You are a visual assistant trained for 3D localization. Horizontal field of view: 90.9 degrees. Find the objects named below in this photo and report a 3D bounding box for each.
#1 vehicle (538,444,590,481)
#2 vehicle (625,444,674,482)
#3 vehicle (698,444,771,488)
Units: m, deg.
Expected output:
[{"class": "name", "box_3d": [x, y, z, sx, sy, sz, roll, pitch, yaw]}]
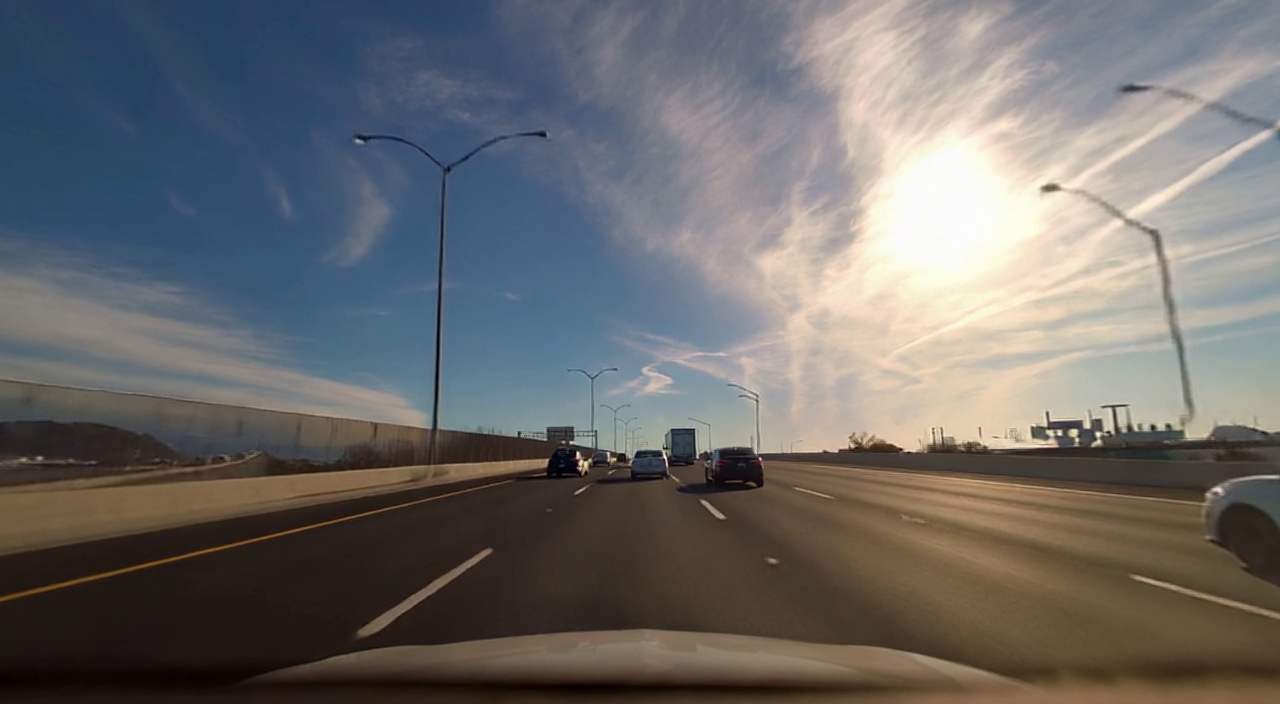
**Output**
[{"class": "vehicle", "box_3d": [-3.699, 5.405, 31.272, 2.036, 1.669, 4.112, 0, -8, 1]}, {"class": "vehicle", "box_3d": [0.416, 5.047, 29.078, 2.067, 1.555, 4.851, 0, -8, 0]}, {"class": "vehicle", "box_3d": [3.366, 4.121, 23.243, 1.942, 1.453, 4.329, 0, -8, -1]}]
